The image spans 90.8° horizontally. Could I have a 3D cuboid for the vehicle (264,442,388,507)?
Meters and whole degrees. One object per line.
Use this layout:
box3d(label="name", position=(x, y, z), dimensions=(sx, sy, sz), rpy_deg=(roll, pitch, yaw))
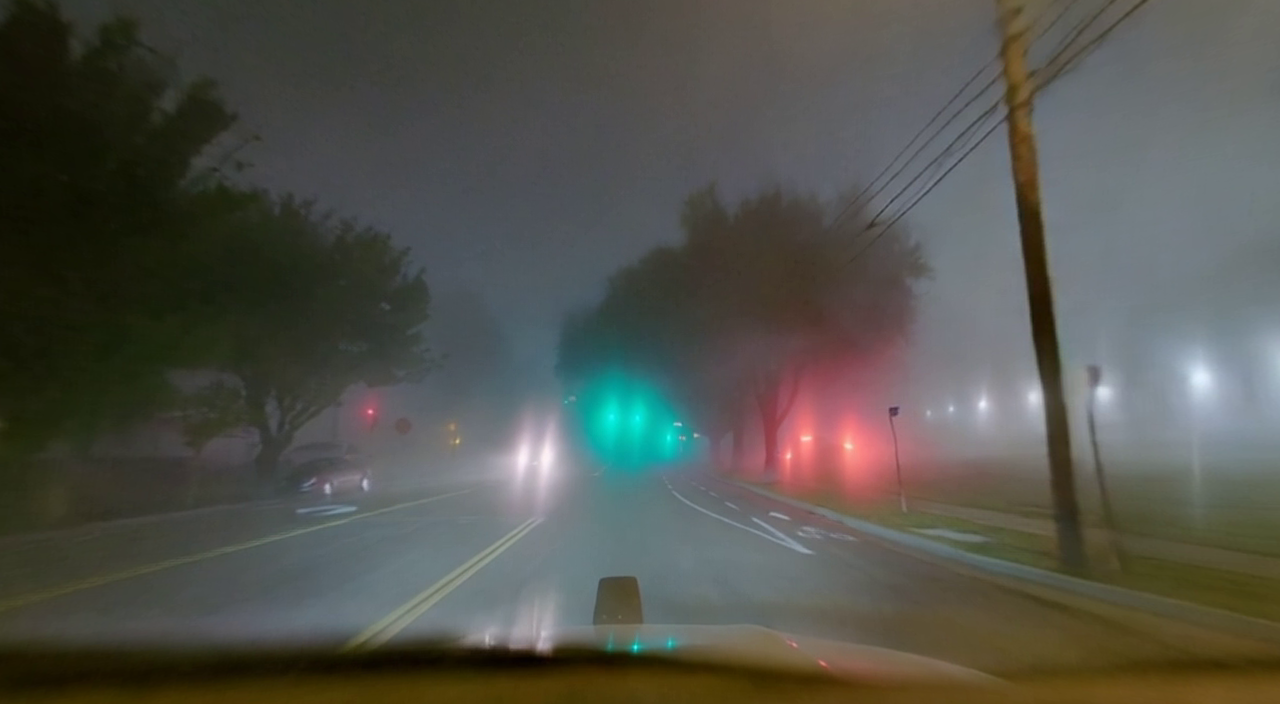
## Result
box3d(label="vehicle", position=(-11.412, 4.421, 23.418), dimensions=(2.024, 1.795, 5.054), rpy_deg=(-9, -8, -3))

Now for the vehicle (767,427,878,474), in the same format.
box3d(label="vehicle", position=(9.541, 5.051, 32.922), dimensions=(5.565, 2.036, 1.907), rpy_deg=(0, -6, -26))

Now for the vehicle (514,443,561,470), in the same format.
box3d(label="vehicle", position=(-6.731, 6.879, 41.955), dimensions=(2.142, 1.611, 4.890), rpy_deg=(-2, -9, 2))
